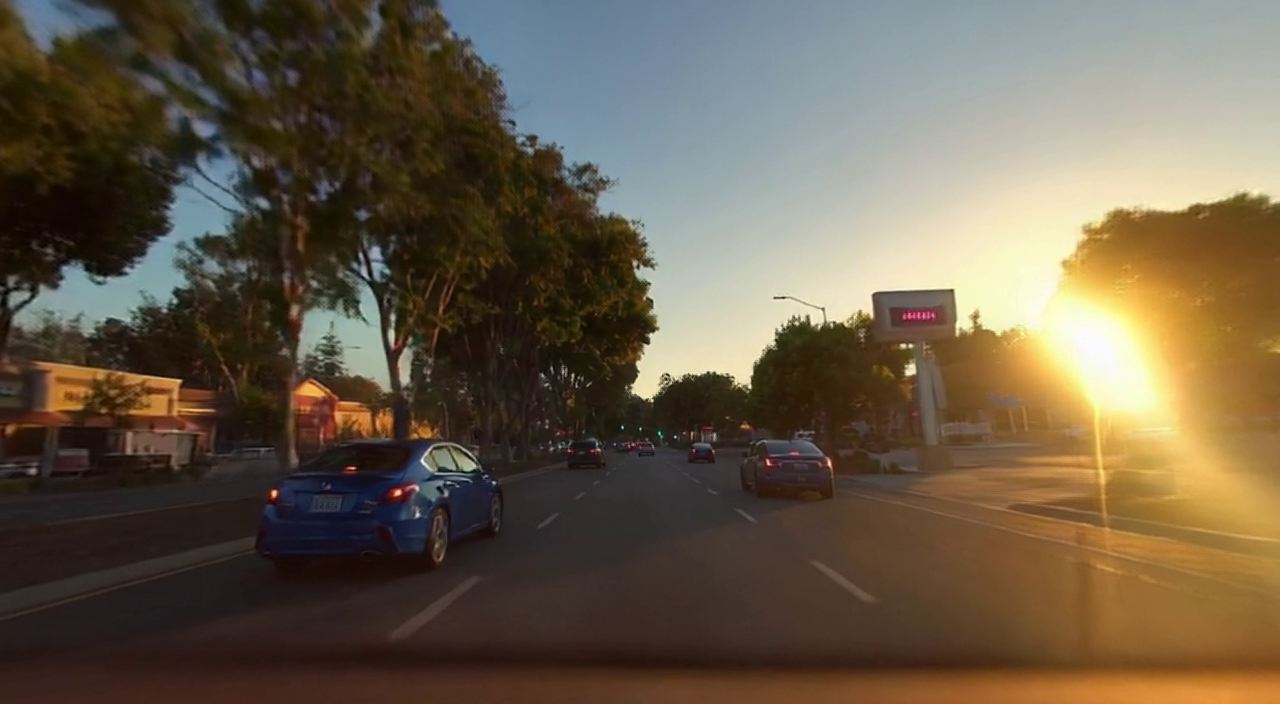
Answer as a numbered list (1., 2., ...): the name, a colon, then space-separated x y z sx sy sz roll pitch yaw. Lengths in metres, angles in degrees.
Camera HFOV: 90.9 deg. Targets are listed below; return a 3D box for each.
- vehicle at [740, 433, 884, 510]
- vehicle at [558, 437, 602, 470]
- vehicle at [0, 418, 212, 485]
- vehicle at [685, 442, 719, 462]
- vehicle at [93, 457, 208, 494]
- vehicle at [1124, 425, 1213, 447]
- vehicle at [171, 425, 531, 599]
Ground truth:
1. vehicle: 3.766 2.706 14.819 2.036 1.480 4.659 0 -8 -1
2. vehicle: -3.275 5.667 35.479 1.981 1.731 4.360 0 -8 1
3. vehicle: -29.843 5.566 35.484 8.970 3.504 3.159 0 -8 0
4. vehicle: 4.555 7.410 46.832 1.996 1.443 4.270 0 -8 -1
5. vehicle: -22.170 5.574 28.794 1.822 1.483 4.236 0 -8 1
6. vehicle: 37.747 6.041 45.104 4.451 1.479 1.961 -1 -8 2
7. vehicle: -2.914 1.734 7.910 2.082 1.460 4.922 0 -8 1
